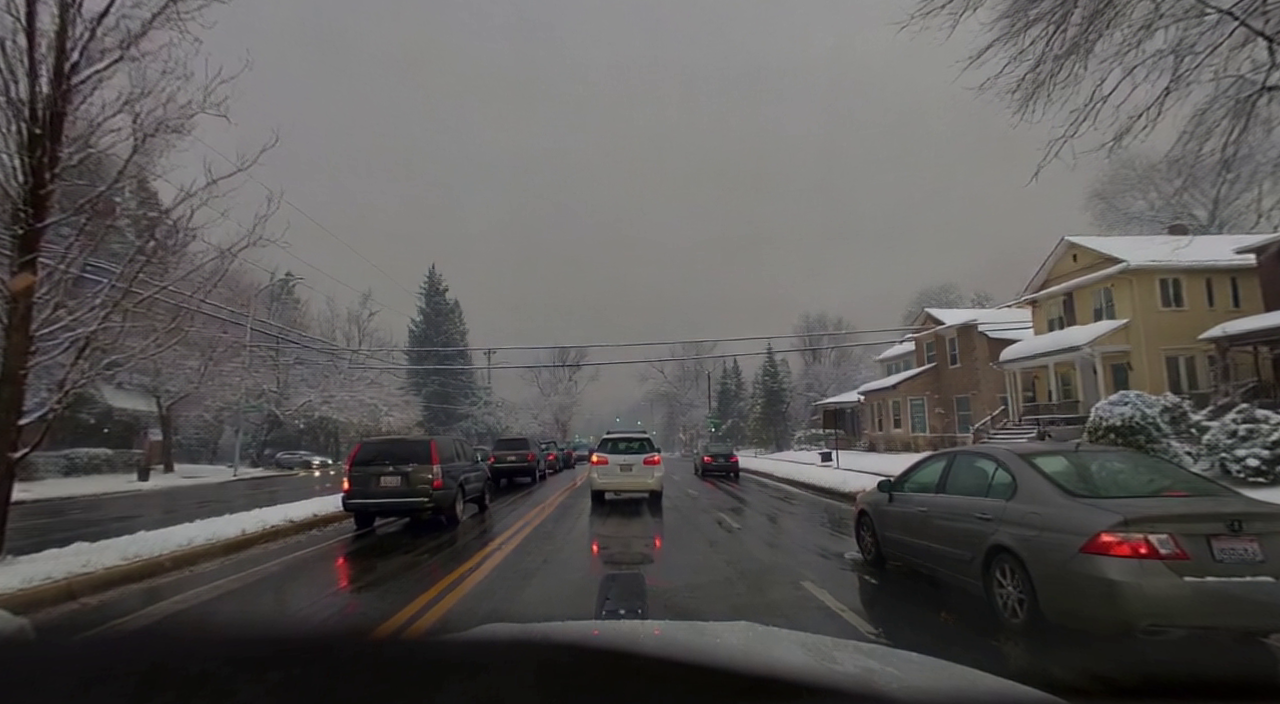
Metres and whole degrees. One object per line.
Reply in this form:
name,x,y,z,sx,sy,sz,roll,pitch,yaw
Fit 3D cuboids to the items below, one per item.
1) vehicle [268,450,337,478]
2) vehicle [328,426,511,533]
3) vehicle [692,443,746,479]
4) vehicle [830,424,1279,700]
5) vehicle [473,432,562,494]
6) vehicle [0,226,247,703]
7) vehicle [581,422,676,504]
vehicle,-22.354,7.404,42.048,2.060,1.643,4.623,0,-8,0
vehicle,-3.719,2.210,11.599,1.864,1.576,4.324,0,-8,-1
vehicle,3.498,4.888,28.637,1.880,1.476,3.932,0,-8,-1
vehicle,3.477,1.477,5.800,1.977,1.480,4.589,0,-8,-1
vehicle,-3.657,3.371,19.627,1.932,1.695,4.150,0,-8,0
vehicle,-3.330,0.280,0.171,2.354,1.948,6.355,0,-8,0
vehicle,-0.288,2.857,16.648,2.164,1.867,4.254,0,-8,-1
